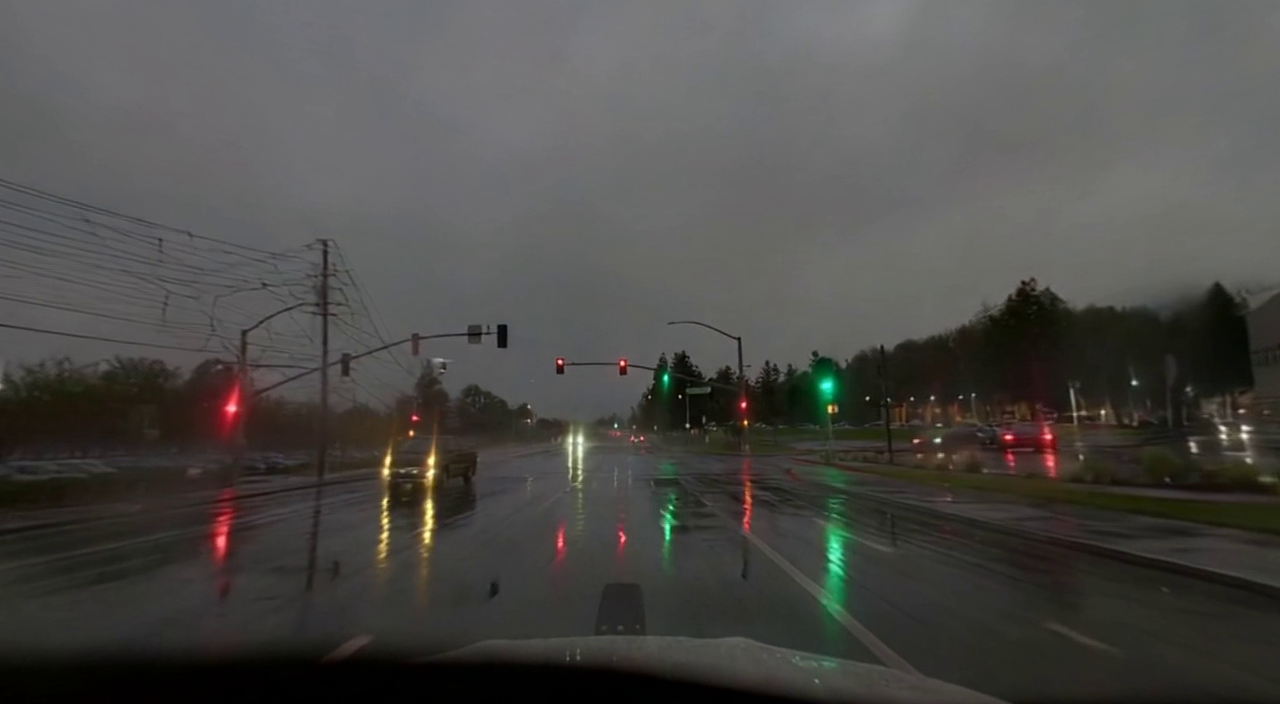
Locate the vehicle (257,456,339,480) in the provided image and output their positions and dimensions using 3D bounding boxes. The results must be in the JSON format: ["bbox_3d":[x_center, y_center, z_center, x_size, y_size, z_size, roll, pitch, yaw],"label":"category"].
[{"bbox_3d":[-22.636,7.653,41.888,4.298,1.466,1.921,-1,-9,4],"label":"vehicle"}]

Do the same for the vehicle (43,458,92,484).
[{"bbox_3d":[-43.589,9.054,48.156,2.020,1.784,4.391,5,-10,-34],"label":"vehicle"}]

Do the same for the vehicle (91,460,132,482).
[{"bbox_3d":[-40.556,9.137,48.579,1.906,1.496,4.381,5,-10,-34],"label":"vehicle"}]

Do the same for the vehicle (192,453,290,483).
[{"bbox_3d":[-24.662,7.178,39.140,4.722,1.741,2.142,-1,-9,7],"label":"vehicle"}]

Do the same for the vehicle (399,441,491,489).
[{"bbox_3d":[-6.483,3.778,21.515,1.928,1.451,4.219,0,-9,-2],"label":"vehicle"}]
